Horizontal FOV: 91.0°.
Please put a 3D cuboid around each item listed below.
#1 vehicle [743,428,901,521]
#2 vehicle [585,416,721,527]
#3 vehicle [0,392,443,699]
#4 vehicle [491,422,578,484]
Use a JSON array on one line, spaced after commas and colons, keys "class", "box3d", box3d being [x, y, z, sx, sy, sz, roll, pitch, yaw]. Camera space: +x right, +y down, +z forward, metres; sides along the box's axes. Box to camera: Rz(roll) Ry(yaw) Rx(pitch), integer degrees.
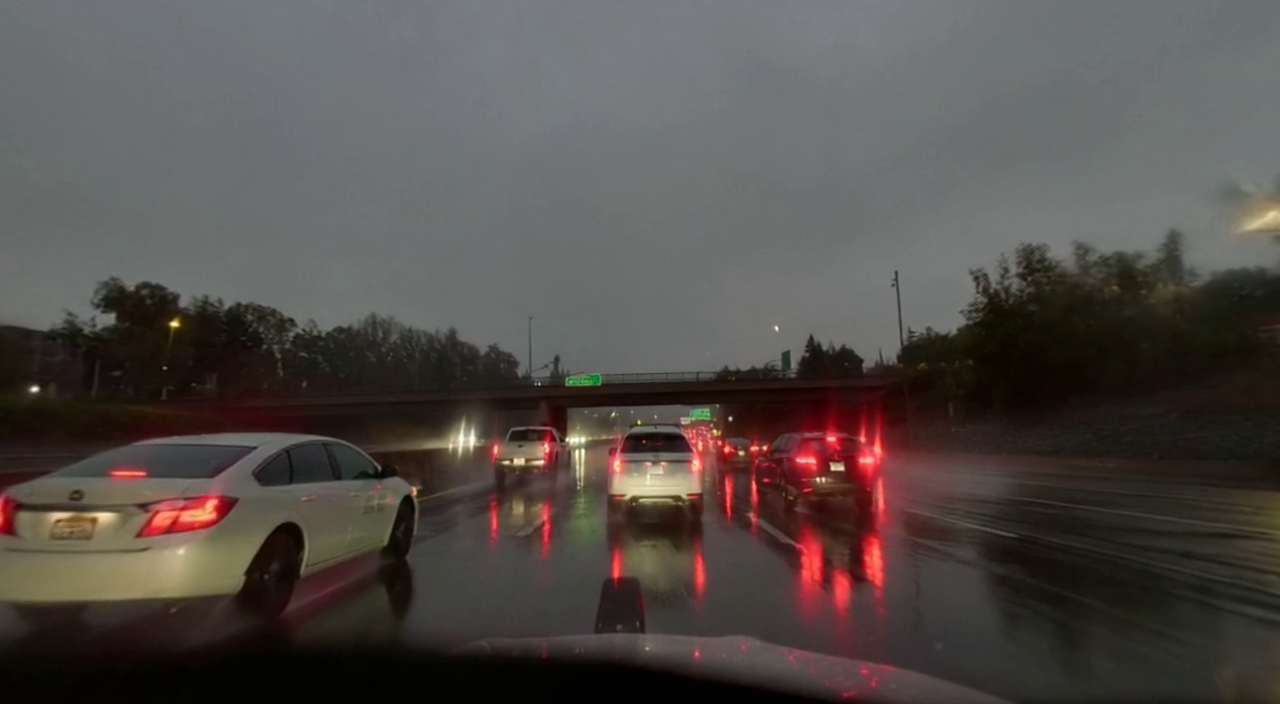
[{"class": "vehicle", "box3d": [3.632, 2.535, 13.612, 2.022, 1.633, 4.651, 0, -9, 0]}, {"class": "vehicle", "box3d": [0.228, 2.235, 12.259, 2.181, 1.756, 4.167, 0, -9, 0]}, {"class": "vehicle", "box3d": [-3.618, 1.356, 5.727, 2.014, 1.579, 4.761, 0, -9, 1]}, {"class": "vehicle", "box3d": [-3.909, 3.901, 24.550, 2.212, 2.101, 6.052, 0, -9, 1]}]
